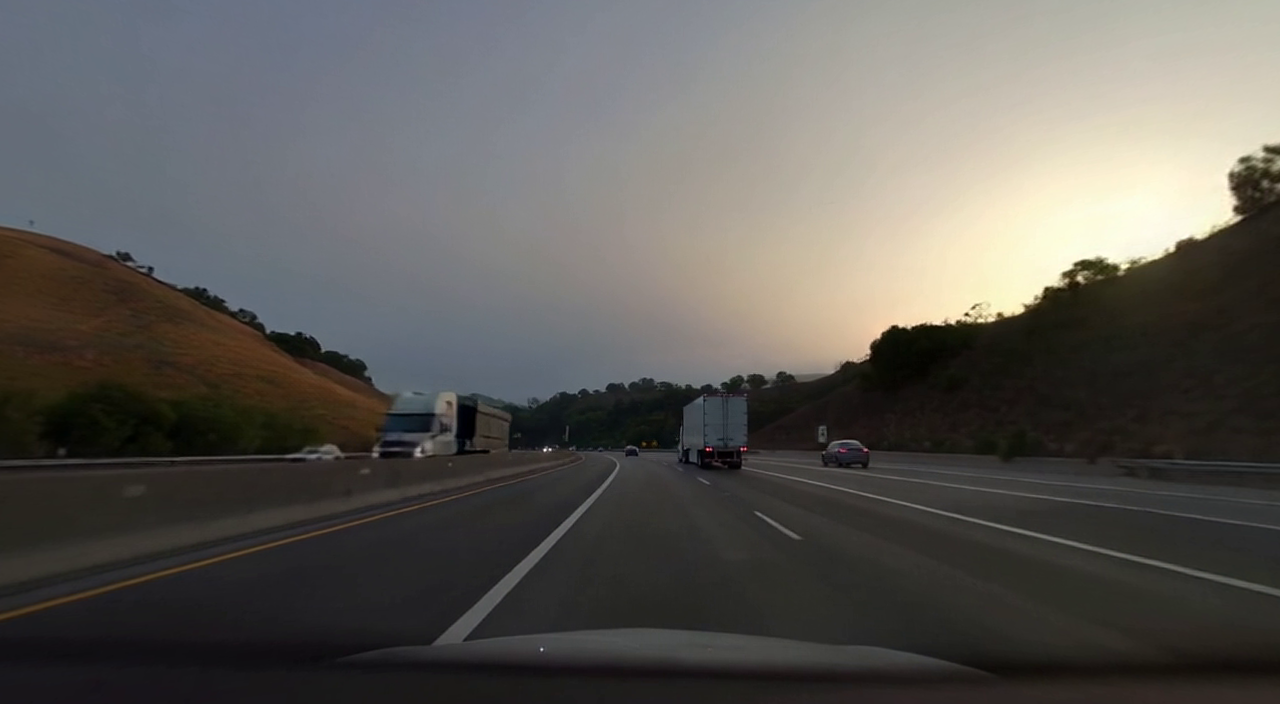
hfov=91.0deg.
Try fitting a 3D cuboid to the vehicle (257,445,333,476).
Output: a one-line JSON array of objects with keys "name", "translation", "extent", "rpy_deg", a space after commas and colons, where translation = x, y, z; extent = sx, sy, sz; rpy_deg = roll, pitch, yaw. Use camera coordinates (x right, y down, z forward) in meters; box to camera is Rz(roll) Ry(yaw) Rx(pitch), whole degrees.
[{"name": "vehicle", "translation": [-20.230, 6.364, 37.183], "extent": [1.995, 1.714, 4.416], "rpy_deg": [0, -9, -1]}]

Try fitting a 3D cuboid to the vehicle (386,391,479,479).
[{"name": "vehicle", "translation": [-8.902, 3.633, 27.415], "extent": [2.873, 3.553, 3.144], "rpy_deg": [0, -9, -1]}]

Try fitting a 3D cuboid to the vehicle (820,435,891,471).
[{"name": "vehicle", "translation": [11.481, 5.423, 33.923], "extent": [2.046, 1.741, 4.769], "rpy_deg": [0, -9, -1]}]

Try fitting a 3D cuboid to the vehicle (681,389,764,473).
[{"name": "vehicle", "translation": [4.256, 4.552, 35.276], "extent": [3.049, 3.968, 10.706], "rpy_deg": [0, -9, -1]}]
